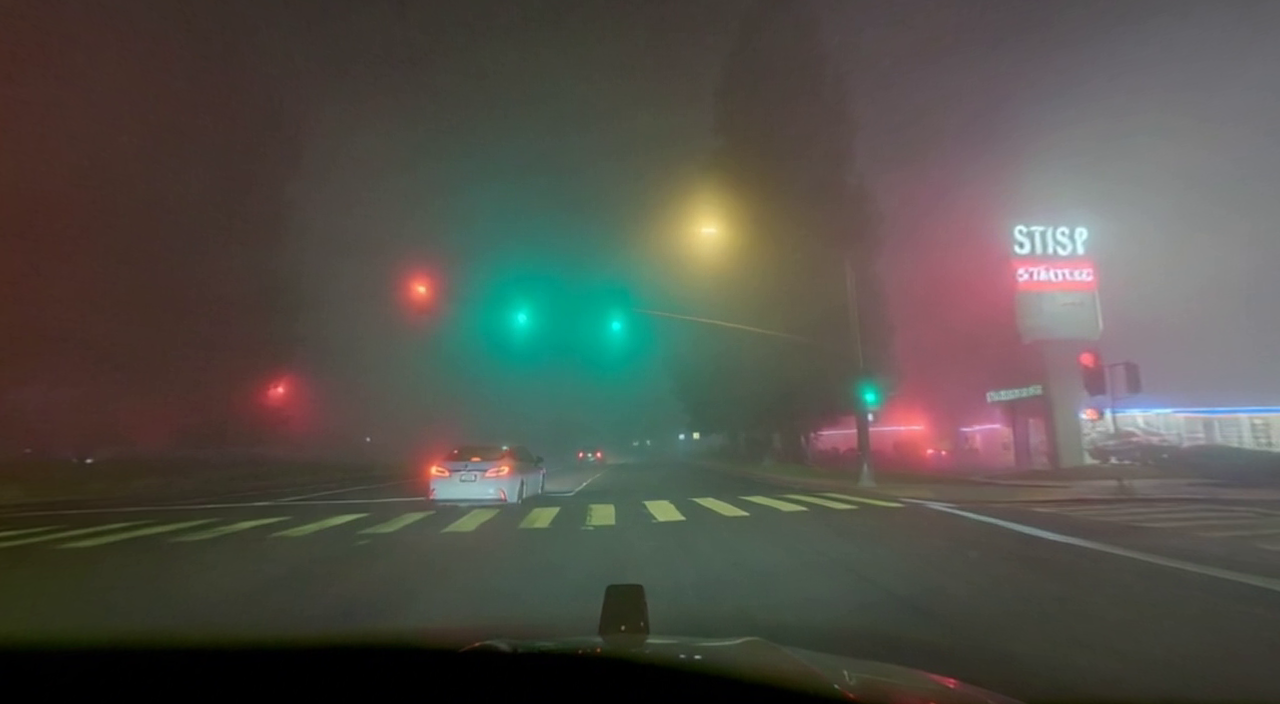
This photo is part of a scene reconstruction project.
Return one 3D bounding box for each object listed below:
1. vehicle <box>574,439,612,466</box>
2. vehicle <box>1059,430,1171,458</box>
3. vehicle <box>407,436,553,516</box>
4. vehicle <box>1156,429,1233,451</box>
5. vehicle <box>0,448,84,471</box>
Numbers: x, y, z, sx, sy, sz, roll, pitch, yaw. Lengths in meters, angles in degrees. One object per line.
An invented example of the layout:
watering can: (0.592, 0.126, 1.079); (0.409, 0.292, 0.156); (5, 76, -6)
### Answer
vehicle: (-3.053, 6.610, 41.637); (2.109, 1.692, 4.220); (0, -8, 1)
vehicle: (33.261, 6.468, 44.363); (2.079, 1.837, 5.802); (5, -10, -30)
vehicle: (-3.309, 2.649, 14.099); (2.018, 1.477, 4.401); (0, -8, 1)
vehicle: (39.013, 6.212, 44.398); (1.627, 1.455, 3.562); (2, -8, -24)
vehicle: (-40.551, 7.244, 42.663); (1.716, 1.438, 4.412); (0, -9, 0)
